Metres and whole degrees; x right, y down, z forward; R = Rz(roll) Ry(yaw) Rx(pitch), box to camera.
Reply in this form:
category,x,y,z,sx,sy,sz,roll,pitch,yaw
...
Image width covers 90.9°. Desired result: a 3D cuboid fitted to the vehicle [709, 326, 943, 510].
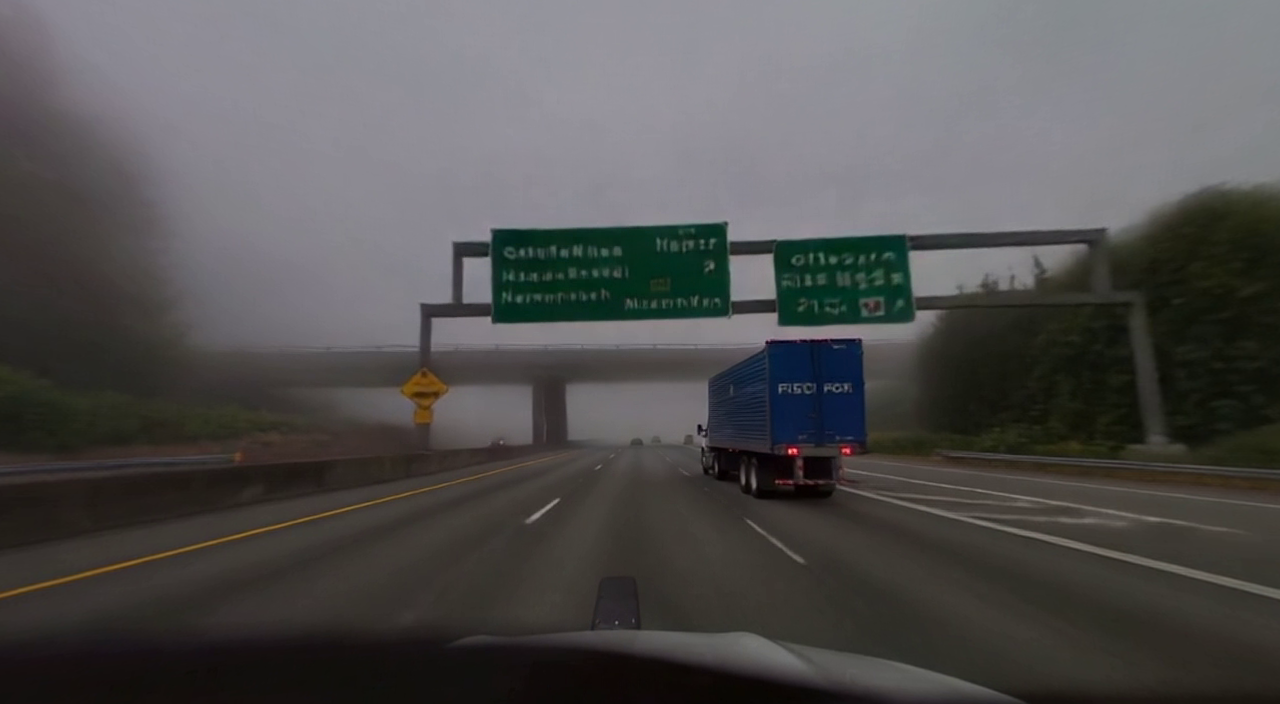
category,x,y,z,sx,sy,sz,roll,pitch,yaw
vehicle,4.004,1.942,17.126,2.849,3.391,11.018,0,-8,-1
